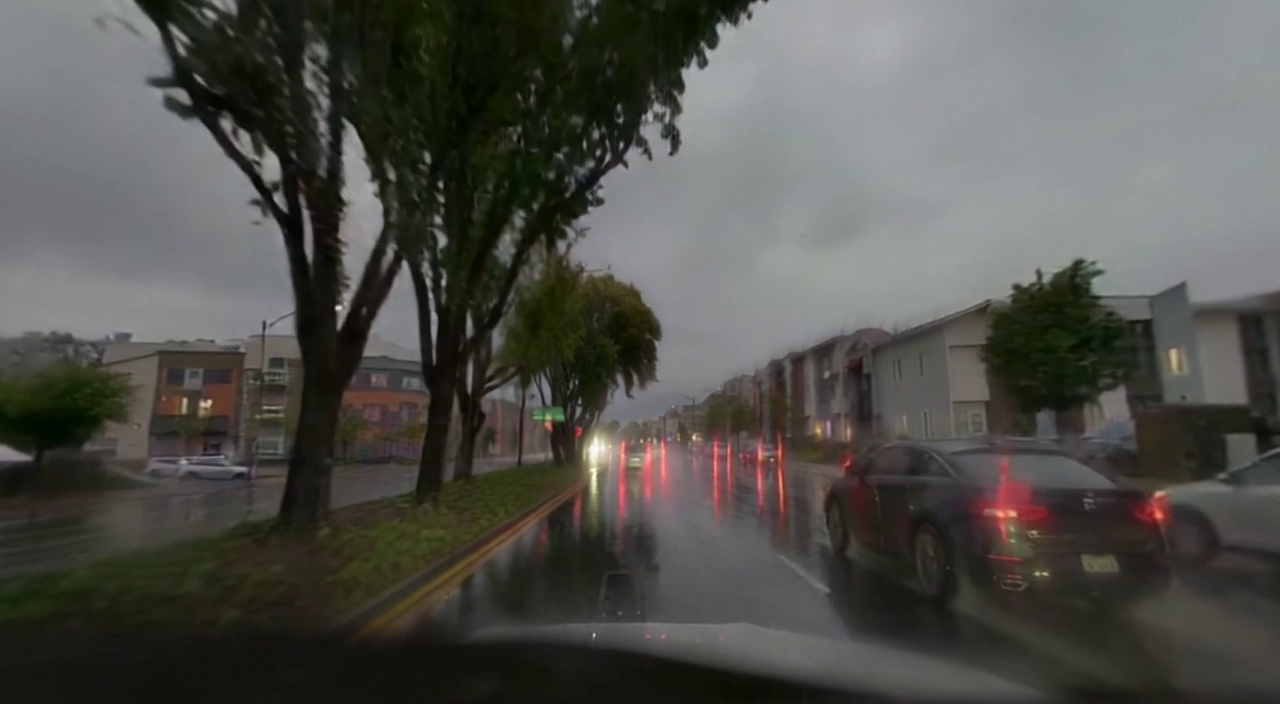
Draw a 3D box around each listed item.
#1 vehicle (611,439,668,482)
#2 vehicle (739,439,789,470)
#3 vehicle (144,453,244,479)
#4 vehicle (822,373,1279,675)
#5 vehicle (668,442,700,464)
[{"bbox_3d":[-0.042,4.136,24.346,2.006,1.487,3.535,0,-9,-1],"label":"vehicle"},{"bbox_3d":[7.435,6.212,38.389,2.115,1.739,4.528,0,-9,0],"label":"vehicle"},{"bbox_3d":[-27.824,7.100,39.497,4.732,1.497,2.077,-1,-9,2],"label":"vehicle"},{"bbox_3d":[3.279,1.285,5.733,1.949,1.723,4.020,0,-9,-1],"label":"vehicle"},{"bbox_3d":[3.161,7.357,46.210,1.910,1.474,4.003,0,-9,-2],"label":"vehicle"}]
